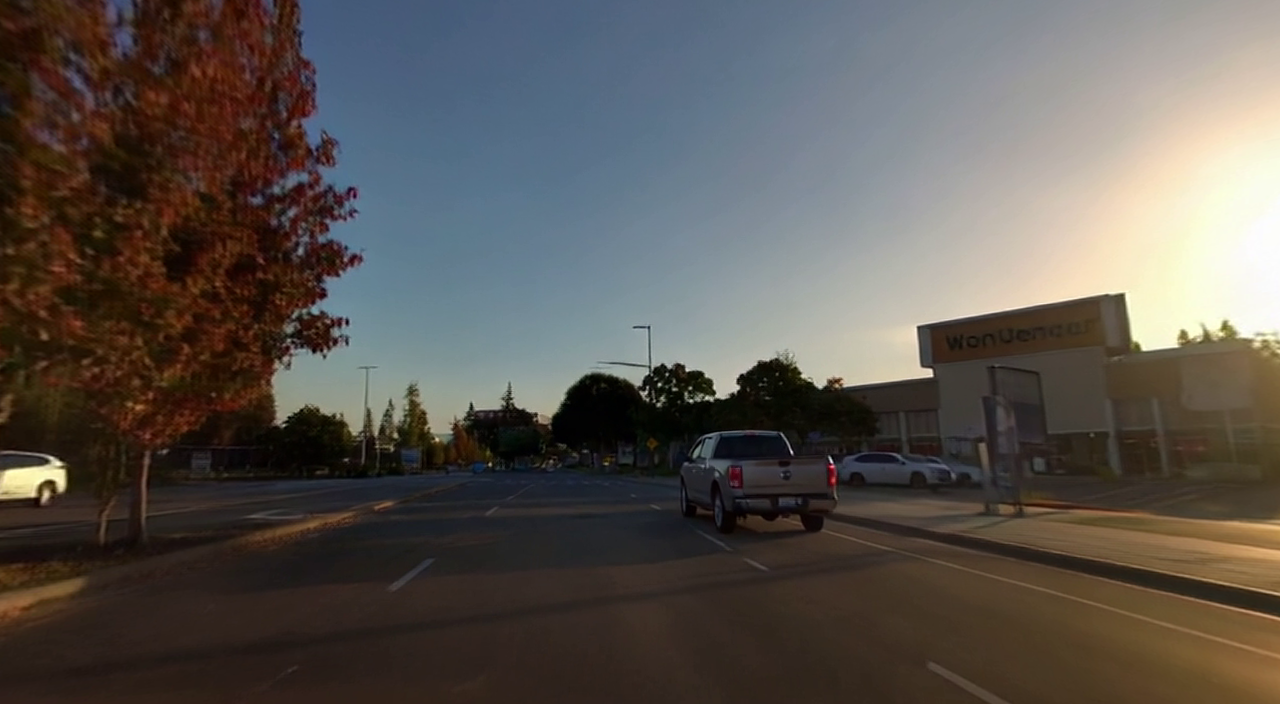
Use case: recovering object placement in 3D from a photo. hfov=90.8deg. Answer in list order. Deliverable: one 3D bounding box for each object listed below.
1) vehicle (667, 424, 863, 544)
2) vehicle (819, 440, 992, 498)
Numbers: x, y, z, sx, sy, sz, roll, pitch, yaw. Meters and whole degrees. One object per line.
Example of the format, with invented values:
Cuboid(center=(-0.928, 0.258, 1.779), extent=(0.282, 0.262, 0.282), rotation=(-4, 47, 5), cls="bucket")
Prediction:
Cuboid(center=(2.188, 2.611, 13.252), extent=(2.402, 1.922, 5.677), rotation=(1, -9, -6), cls="vehicle")
Cuboid(center=(13.205, 5.901, 31.754), extent=(7.551, 2.142, 2.896), rotation=(6, -11, -7), cls="vehicle")
